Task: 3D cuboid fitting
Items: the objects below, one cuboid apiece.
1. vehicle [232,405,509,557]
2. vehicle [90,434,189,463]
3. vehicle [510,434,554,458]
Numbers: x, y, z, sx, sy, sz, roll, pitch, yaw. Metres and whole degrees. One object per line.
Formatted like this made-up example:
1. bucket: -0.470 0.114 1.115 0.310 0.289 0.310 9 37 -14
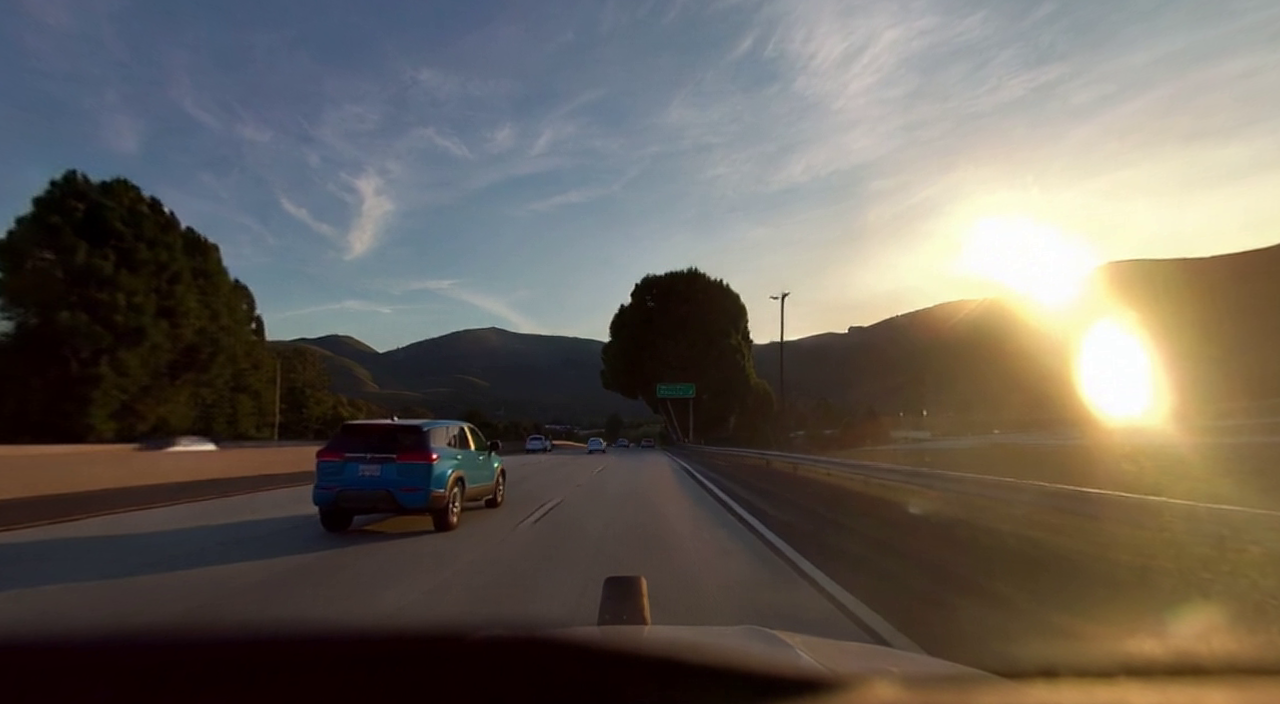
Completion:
1. vehicle: -3.546 1.795 9.469 2.138 1.718 4.415 0 -8 1
2. vehicle: -28.440 5.499 36.067 1.901 1.540 4.517 0 -8 1
3. vehicle: -7.003 6.159 41.295 1.963 1.476 4.739 0 -8 2
